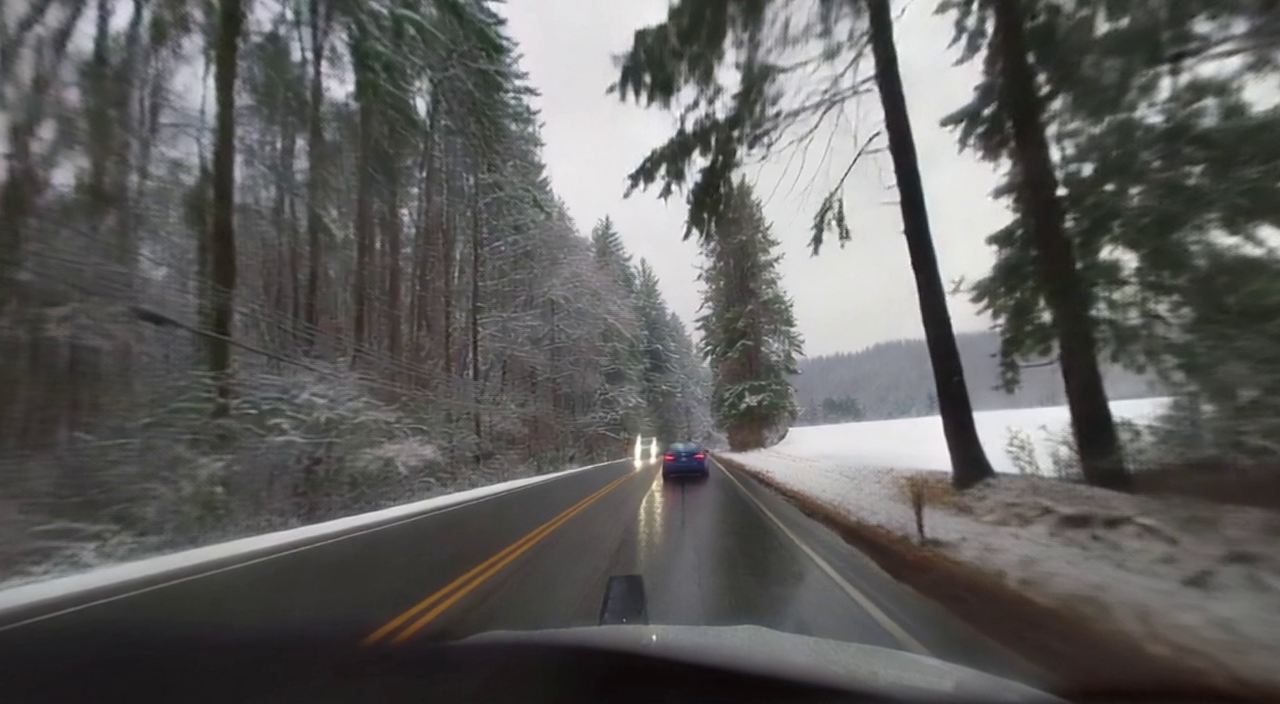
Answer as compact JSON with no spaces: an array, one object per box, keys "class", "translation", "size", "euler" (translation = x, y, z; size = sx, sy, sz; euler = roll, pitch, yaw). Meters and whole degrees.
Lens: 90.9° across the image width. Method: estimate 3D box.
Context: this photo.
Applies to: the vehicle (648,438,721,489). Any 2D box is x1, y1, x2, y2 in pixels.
[{"class":"vehicle","translation":[1.540,3.817,21.941],"size":[2.274,1.583,4.349],"euler":[-1,-8,4]}]
